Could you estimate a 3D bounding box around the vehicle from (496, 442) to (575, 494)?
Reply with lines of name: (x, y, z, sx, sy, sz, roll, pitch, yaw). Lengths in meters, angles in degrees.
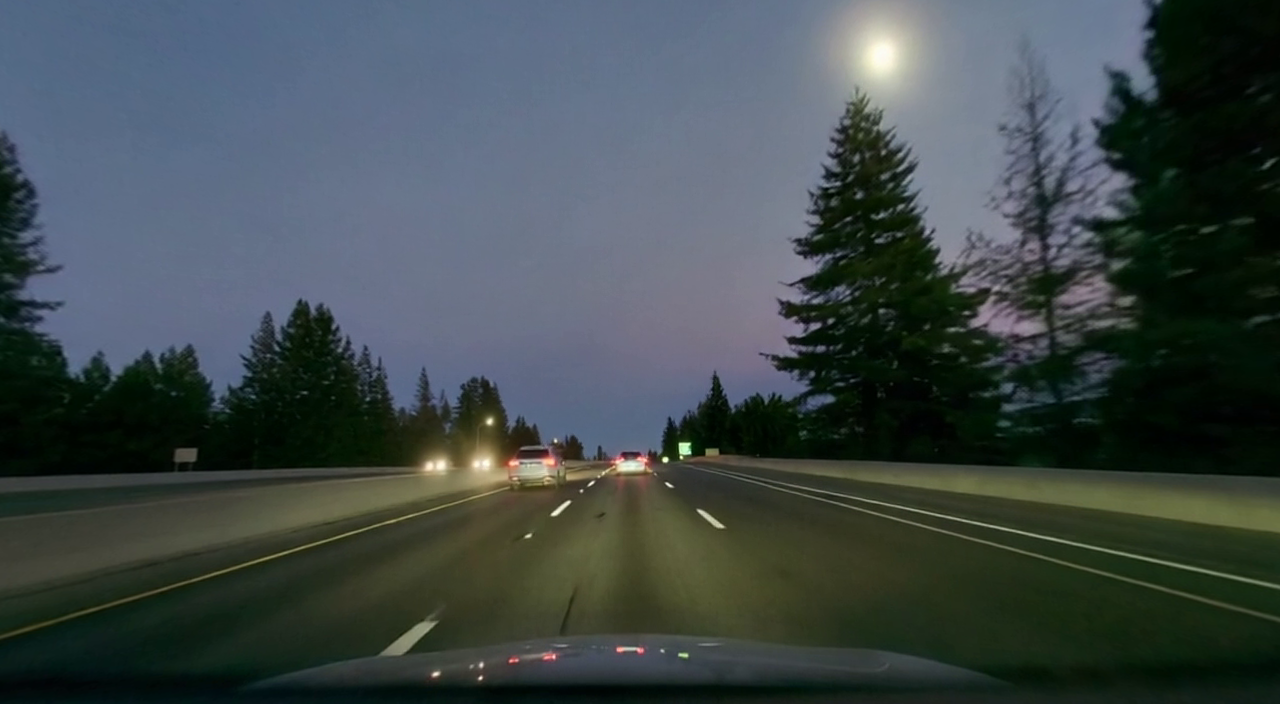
vehicle: (-3.813, 4.339, 23.846, 2.130, 1.741, 4.665, 0, -9, 0)

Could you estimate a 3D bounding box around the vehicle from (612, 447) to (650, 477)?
vehicle: (-0.541, 6.564, 37.698, 2.130, 1.684, 3.826, 0, -9, -1)
